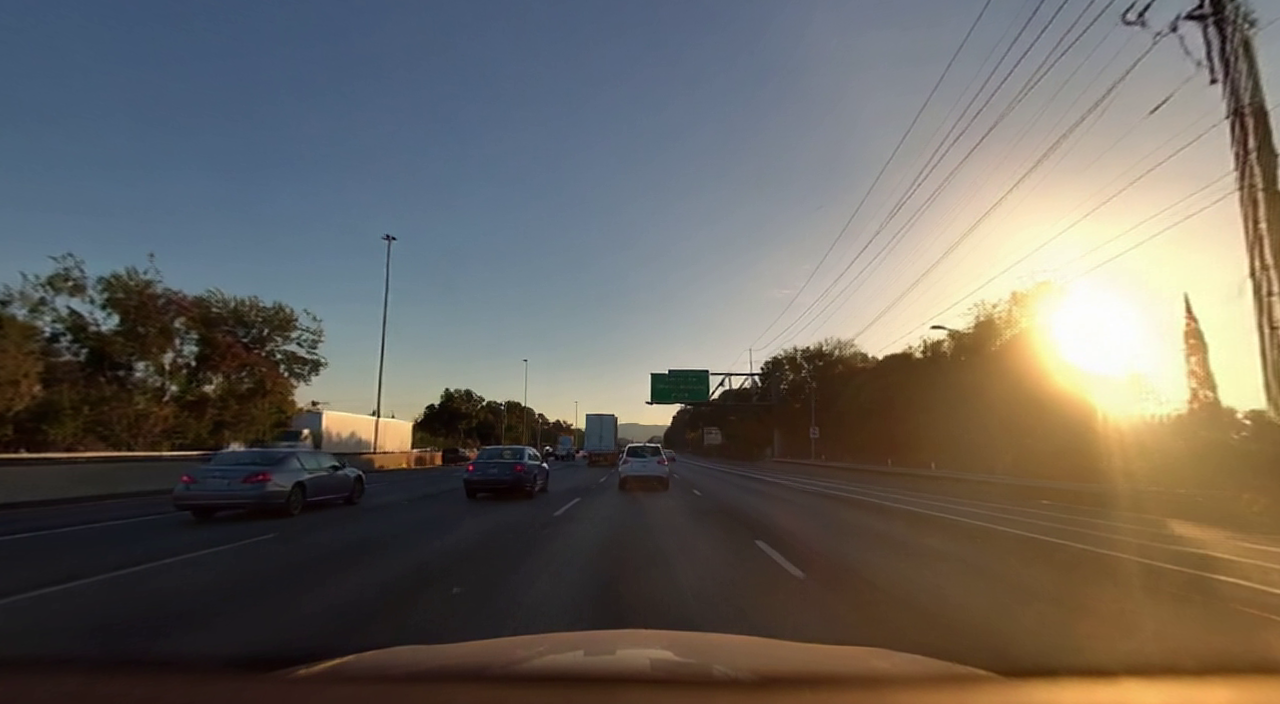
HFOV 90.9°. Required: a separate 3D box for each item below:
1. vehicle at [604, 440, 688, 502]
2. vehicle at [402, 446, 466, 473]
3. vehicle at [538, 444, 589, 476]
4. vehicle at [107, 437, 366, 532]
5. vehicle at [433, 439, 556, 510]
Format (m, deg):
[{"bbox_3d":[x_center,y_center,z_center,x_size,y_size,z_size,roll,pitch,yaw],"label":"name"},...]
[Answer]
[{"bbox_3d":[0.077,3.208,17.496,2.018,1.470,4.491,0,-9,-2],"label":"vehicle"},{"bbox_3d":[-11.779,6.149,36.379,2.004,1.457,4.758,0,-9,1],"label":"vehicle"},{"bbox_3d":[-3.647,5.254,30.815,2.013,1.437,3.801,0,-9,0],"label":"vehicle"},{"bbox_3d":[-7.209,2.382,12.003,1.867,1.445,4.499,0,-9,1],"label":"vehicle"},{"bbox_3d":[-3.334,2.886,15.334,1.912,1.464,4.115,0,-9,1],"label":"vehicle"}]
